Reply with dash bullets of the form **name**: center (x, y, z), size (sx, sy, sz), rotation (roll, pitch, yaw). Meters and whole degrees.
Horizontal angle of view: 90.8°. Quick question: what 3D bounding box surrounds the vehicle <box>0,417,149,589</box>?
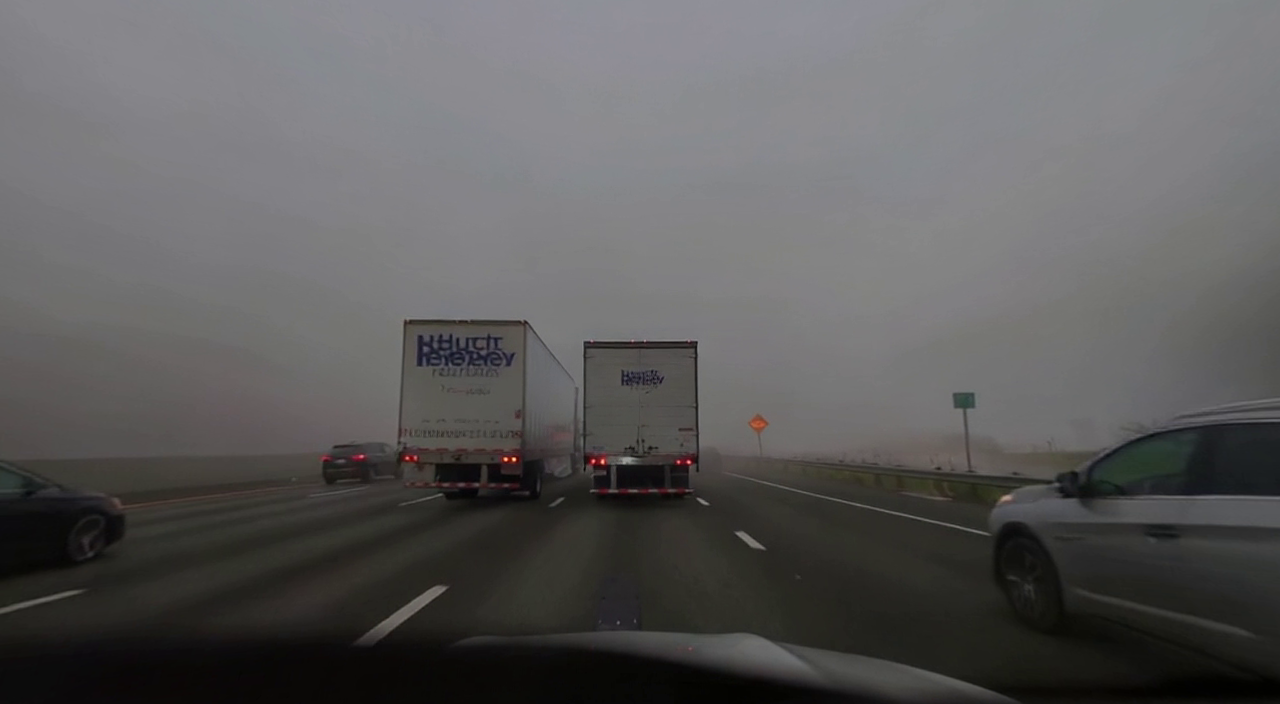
- **vehicle**: center (-7.389, 1.451, 5.916), size (2.017, 1.694, 4.420), rotation (0, -9, -1)

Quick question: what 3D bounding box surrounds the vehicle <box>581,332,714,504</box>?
- **vehicle**: center (0.087, 2.167, 18.953), size (2.910, 3.828, 9.805), rotation (0, -9, -1)

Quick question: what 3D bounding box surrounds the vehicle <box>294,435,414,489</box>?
- **vehicle**: center (-10.992, 4.261, 24.889), size (2.120, 1.862, 5.530), rotation (0, -9, 0)

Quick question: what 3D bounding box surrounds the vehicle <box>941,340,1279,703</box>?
- **vehicle**: center (3.912, 0.935, 3.511), size (2.136, 1.753, 4.644), rotation (0, -9, 0)

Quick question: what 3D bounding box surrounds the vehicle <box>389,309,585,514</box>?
- **vehicle**: center (-3.729, 2.361, 20.633), size (2.873, 4.107, 15.970), rotation (0, -9, -2)
